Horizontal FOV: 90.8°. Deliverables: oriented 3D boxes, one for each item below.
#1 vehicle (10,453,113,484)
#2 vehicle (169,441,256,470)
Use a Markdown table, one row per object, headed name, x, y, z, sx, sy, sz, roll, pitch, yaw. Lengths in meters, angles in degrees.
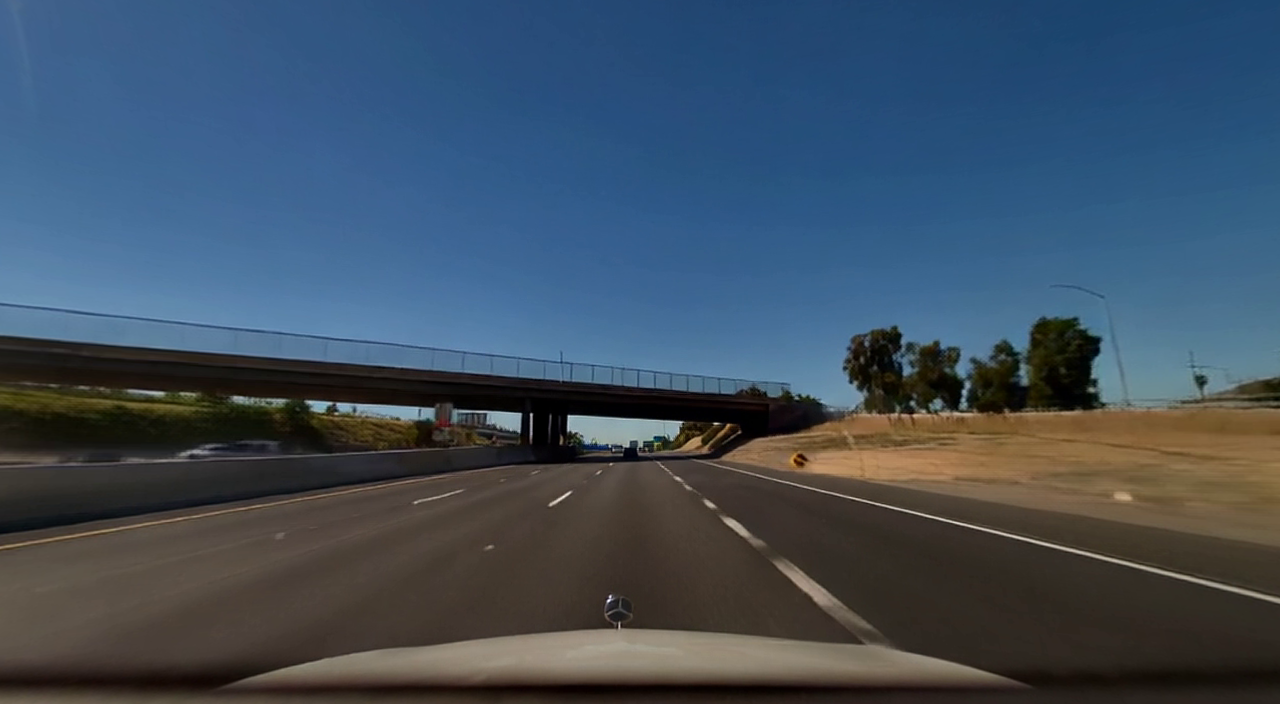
| name | x | y | z | sx | sy | sz | roll | pitch | yaw |
| --- | --- | --- | --- | --- | --- | --- | --- | --- | --- |
| vehicle | -29.857 | 6.002 | 32.738 | 1.726 | 1.405 | 3.815 | 0 | -8 | 0 |
| vehicle | -26.124 | 6.339 | 38.787 | 2.023 | 1.639 | 4.699 | -1 | -8 | 0 |
